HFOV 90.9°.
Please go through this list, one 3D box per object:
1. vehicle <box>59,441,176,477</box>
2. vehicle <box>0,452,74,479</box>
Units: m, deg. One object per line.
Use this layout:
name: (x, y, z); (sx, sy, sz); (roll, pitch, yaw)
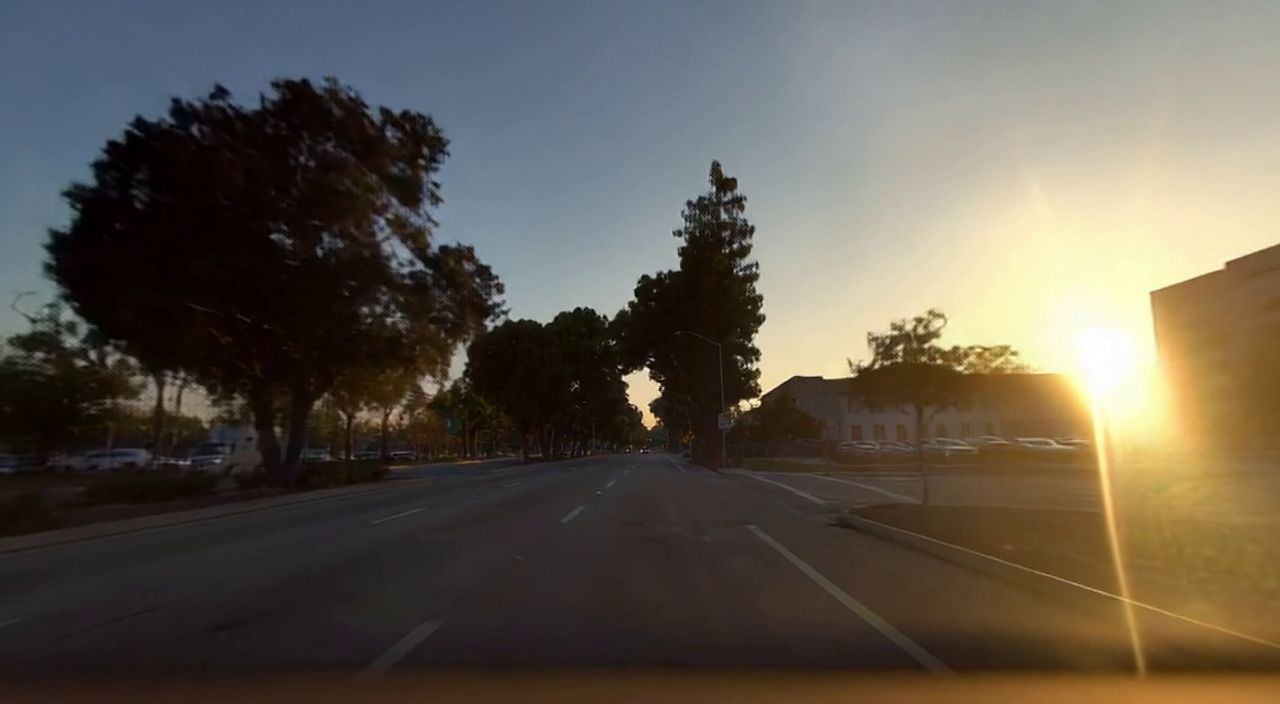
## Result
vehicle: (-34.293, 7.016, 41.520); (5.521, 2.214, 2.704); (-1, -8, 7)
vehicle: (-35.157, 6.475, 36.095); (3.726, 1.479, 1.832); (-1, -8, 4)
